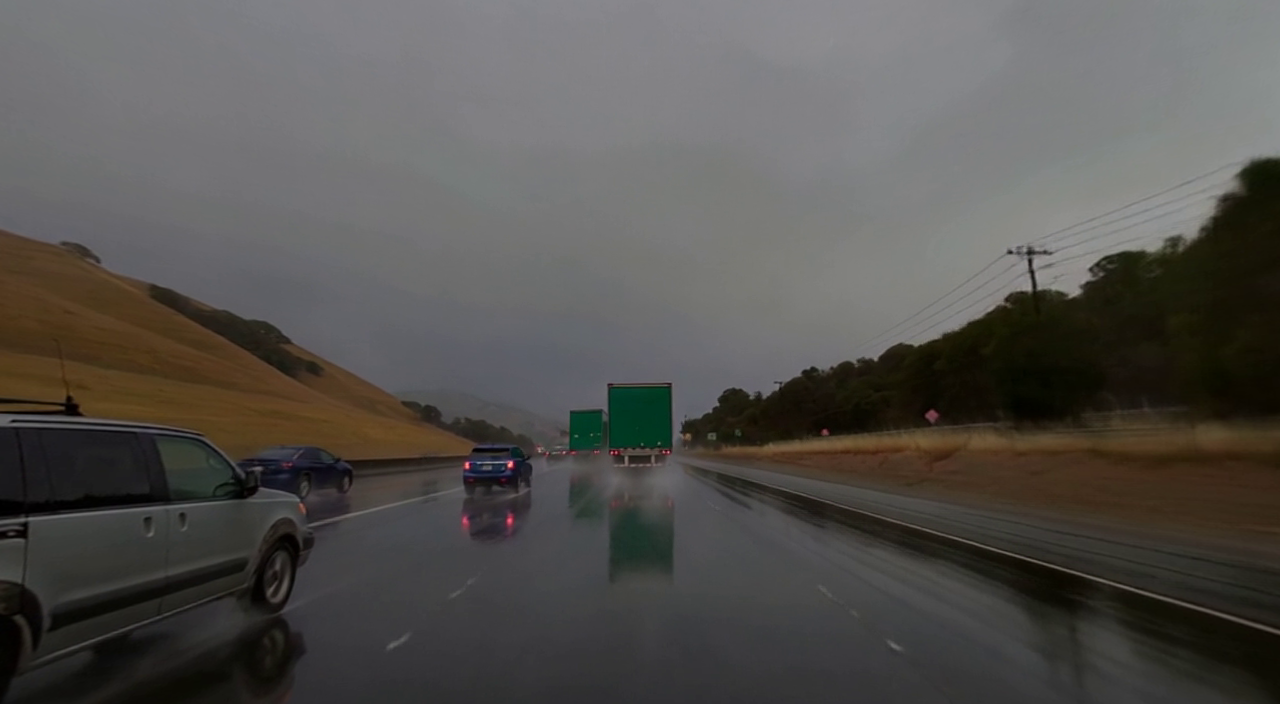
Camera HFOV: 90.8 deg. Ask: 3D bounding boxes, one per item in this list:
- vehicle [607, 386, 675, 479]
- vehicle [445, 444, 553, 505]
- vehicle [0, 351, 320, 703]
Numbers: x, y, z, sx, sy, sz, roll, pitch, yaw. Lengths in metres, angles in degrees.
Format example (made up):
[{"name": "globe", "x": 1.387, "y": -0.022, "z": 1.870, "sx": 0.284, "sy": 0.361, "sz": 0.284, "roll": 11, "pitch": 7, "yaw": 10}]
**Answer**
[{"name": "vehicle", "x": 0.154, "y": 4.265, "z": 32.745, "sx": 2.913, "sy": 3.988, "sz": 10.874, "roll": 0, "pitch": -9, "yaw": 1}, {"name": "vehicle", "x": -3.682, "y": 3.268, "z": 17.340, "sx": 1.950, "sy": 1.446, "sz": 4.224, "roll": 0, "pitch": -9, "yaw": 1}, {"name": "vehicle", "x": -4.029, "y": 0.948, "z": 3.268, "sx": 2.136, "sy": 1.779, "sz": 4.875, "roll": 0, "pitch": -9, "yaw": 0}]
